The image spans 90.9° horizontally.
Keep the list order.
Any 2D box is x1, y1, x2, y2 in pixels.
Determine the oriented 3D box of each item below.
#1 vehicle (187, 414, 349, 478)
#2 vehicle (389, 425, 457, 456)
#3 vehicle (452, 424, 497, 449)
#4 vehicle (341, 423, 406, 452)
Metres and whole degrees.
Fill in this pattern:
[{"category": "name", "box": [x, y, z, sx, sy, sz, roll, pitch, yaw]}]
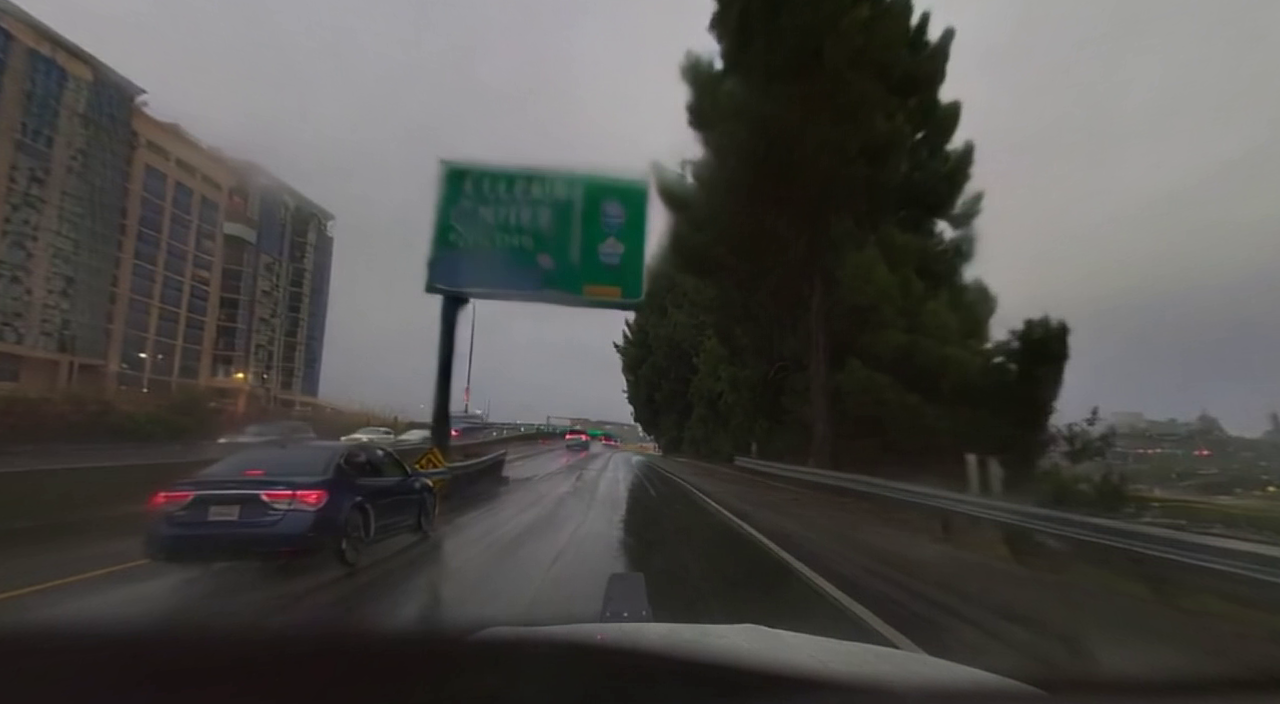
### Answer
[{"category": "vehicle", "box": [-10.921, 2.834, 19.025, 2.078, 1.664, 4.595, 0, -8, 0]}, {"category": "vehicle", "box": [-11.293, 4.670, 33.160, 1.953, 1.520, 4.549, 0, -8, 0]}, {"category": "vehicle", "box": [-11.426, 5.899, 43.799, 2.033, 1.662, 4.394, 0, -8, -1]}, {"category": "vehicle", "box": [-15.208, 4.935, 36.171, 1.906, 1.506, 4.269, 0, -8, -1]}]
